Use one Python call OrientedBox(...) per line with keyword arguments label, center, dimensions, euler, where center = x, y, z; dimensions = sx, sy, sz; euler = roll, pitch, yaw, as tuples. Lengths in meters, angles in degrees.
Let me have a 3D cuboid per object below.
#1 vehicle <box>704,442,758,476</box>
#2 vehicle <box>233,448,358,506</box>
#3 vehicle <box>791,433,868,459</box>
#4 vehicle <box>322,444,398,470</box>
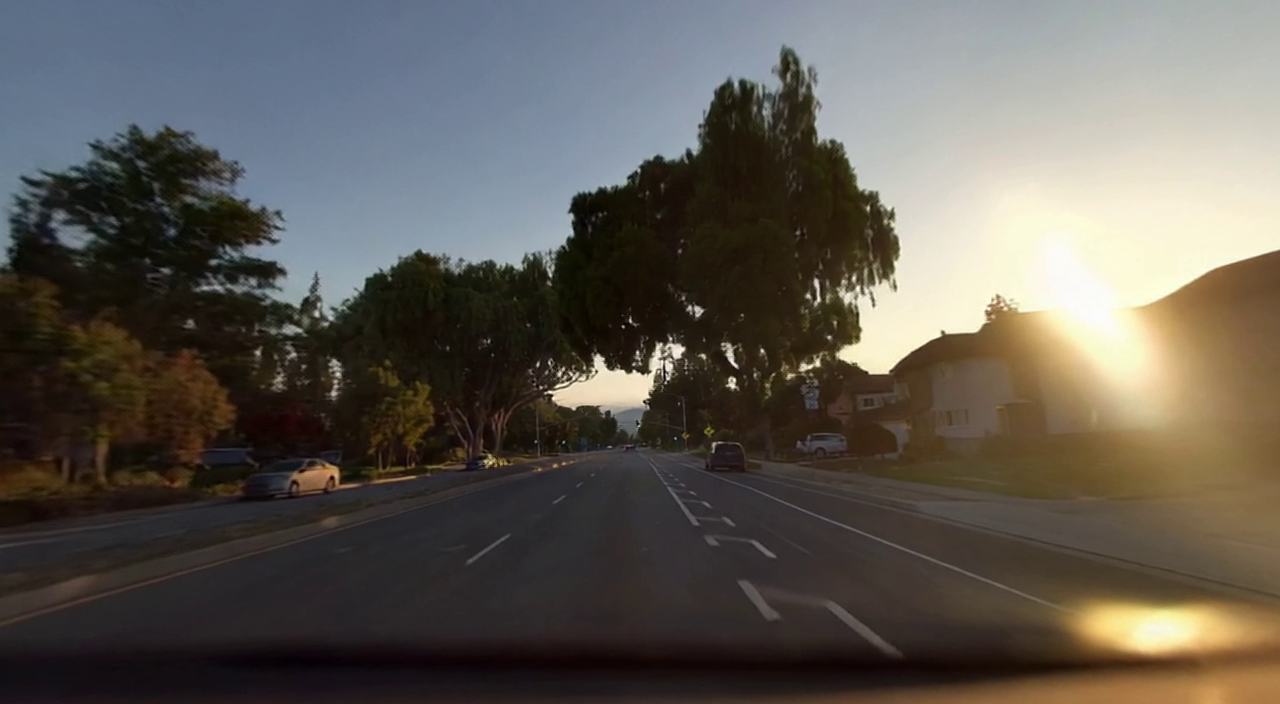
OrientedBox(label="vehicle", center=(4.406, 5.294, 31.319), dimensions=(2.000, 1.520, 4.943), euler=(0, -10, 0))
OrientedBox(label="vehicle", center=(-12.438, 4.475, 23.230), dimensions=(2.034, 1.646, 4.808), euler=(-4, -7, -2))
OrientedBox(label="vehicle", center=(13.363, 6.683, 44.810), dimensions=(4.852, 1.760, 1.999), euler=(0, -9, 4))
OrientedBox(label="vehicle", center=(-20.761, 7.784, 46.909), dimensions=(4.615, 1.636, 2.052), euler=(2, -8, 4))
